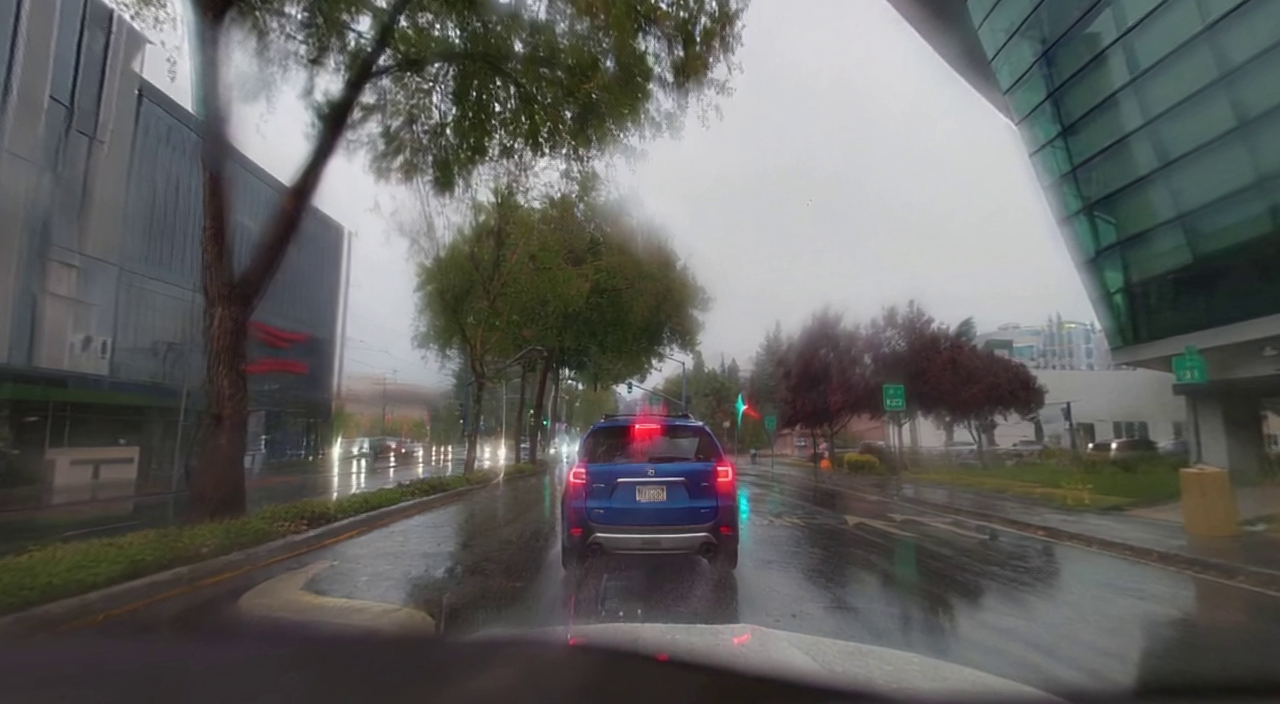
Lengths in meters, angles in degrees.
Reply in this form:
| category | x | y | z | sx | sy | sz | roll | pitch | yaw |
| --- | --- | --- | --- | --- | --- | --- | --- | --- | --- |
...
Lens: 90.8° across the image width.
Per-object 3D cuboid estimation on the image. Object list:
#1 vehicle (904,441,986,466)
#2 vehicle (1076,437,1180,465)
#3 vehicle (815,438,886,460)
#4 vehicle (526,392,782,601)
| category | x | y | z | sx | sy | sz | roll | pitch | yaw |
| --- | --- | --- | --- | --- | --- | --- | --- | --- | --- |
| vehicle | 18.515 | 6.151 | 38.480 | 4.034 | 1.448 | 1.798 | 0 | -9 | -3 |
| vehicle | 29.816 | 6.056 | 38.682 | 4.571 | 1.558 | 2.171 | 0 | -9 | -2 |
| vehicle | 15.182 | 7.014 | 45.700 | 4.422 | 1.563 | 1.751 | 0 | -9 | -1 |
| vehicle | 0.021 | 1.526 | 7.499 | 2.183 | 1.765 | 4.059 | 0 | -9 | -3 |
